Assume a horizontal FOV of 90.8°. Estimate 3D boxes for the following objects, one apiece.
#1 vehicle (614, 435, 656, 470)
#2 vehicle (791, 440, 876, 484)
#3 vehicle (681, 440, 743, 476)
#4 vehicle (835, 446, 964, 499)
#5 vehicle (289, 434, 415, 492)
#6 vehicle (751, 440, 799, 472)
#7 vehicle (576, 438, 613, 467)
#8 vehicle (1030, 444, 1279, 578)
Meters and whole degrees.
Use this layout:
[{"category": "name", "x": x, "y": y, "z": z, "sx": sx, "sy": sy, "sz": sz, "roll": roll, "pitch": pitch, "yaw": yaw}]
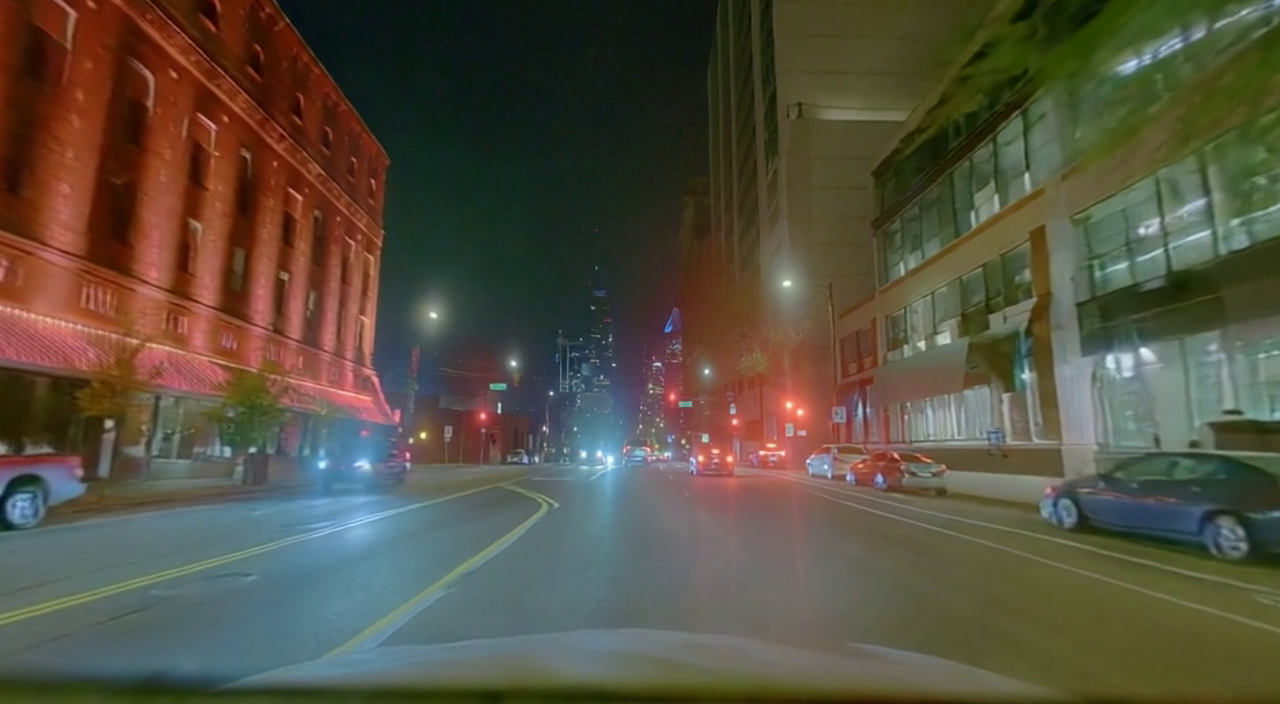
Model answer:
[{"category": "vehicle", "x": -0.268, "y": 5.812, "z": 36.669, "sx": 2.329, "sy": 1.842, "sz": 4.537, "roll": 0, "pitch": -8, "yaw": 0}, {"category": "vehicle", "x": 8.013, "y": 4.557, "z": 26.665, "sx": 1.963, "sy": 1.649, "sz": 4.562, "roll": 1, "pitch": -8, "yaw": -2}, {"category": "vehicle", "x": 3.264, "y": 4.954, "z": 29.836, "sx": 2.238, "sy": 1.499, "sz": 4.964, "roll": 0, "pitch": -8, "yaw": -1}, {"category": "vehicle", "x": 8.187, "y": 3.804, "z": 20.525, "sx": 2.054, "sy": 1.455, "sz": 4.786, "roll": 0, "pitch": -8, "yaw": -1}, {"category": "vehicle", "x": -9.857, "y": 3.825, "z": 22.167, "sx": 2.212, "sy": 1.784, "sz": 4.626, "roll": 0, "pitch": -8, "yaw": 0}, {"category": "vehicle", "x": 8.091, "y": 6.287, "z": 38.386, "sx": 1.959, "sy": 1.719, "sz": 4.538, "roll": 1, "pitch": -7, "yaw": 0}, {"category": "vehicle", "x": -3.008, "y": 6.673, "z": 42.176, "sx": 2.297, "sy": 1.812, "sz": 4.244, "roll": 0, "pitch": -8, "yaw": -4}, {"category": "vehicle", "x": 8.224, "y": 2.096, "z": 9.190, "sx": 2.072, "sy": 1.479, "sz": 4.603, "roll": 0, "pitch": -8, "yaw": -1}]
